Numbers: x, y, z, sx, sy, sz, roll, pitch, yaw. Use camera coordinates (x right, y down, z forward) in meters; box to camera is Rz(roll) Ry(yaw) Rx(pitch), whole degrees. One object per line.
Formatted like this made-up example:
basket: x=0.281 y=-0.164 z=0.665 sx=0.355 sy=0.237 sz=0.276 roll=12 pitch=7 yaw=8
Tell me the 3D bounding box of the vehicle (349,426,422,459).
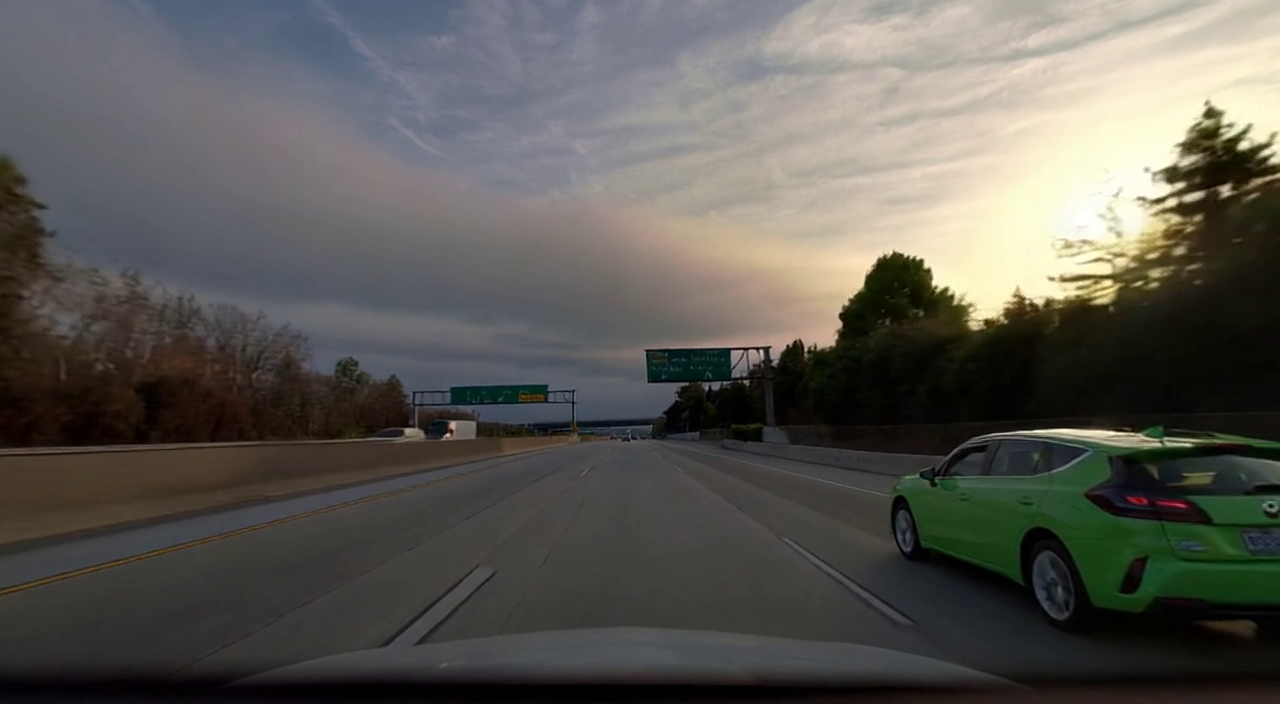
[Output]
vehicle: x=-12.843 y=4.606 z=32.074 sx=1.880 sy=1.531 sz=4.487 roll=0 pitch=-8 yaw=-1
